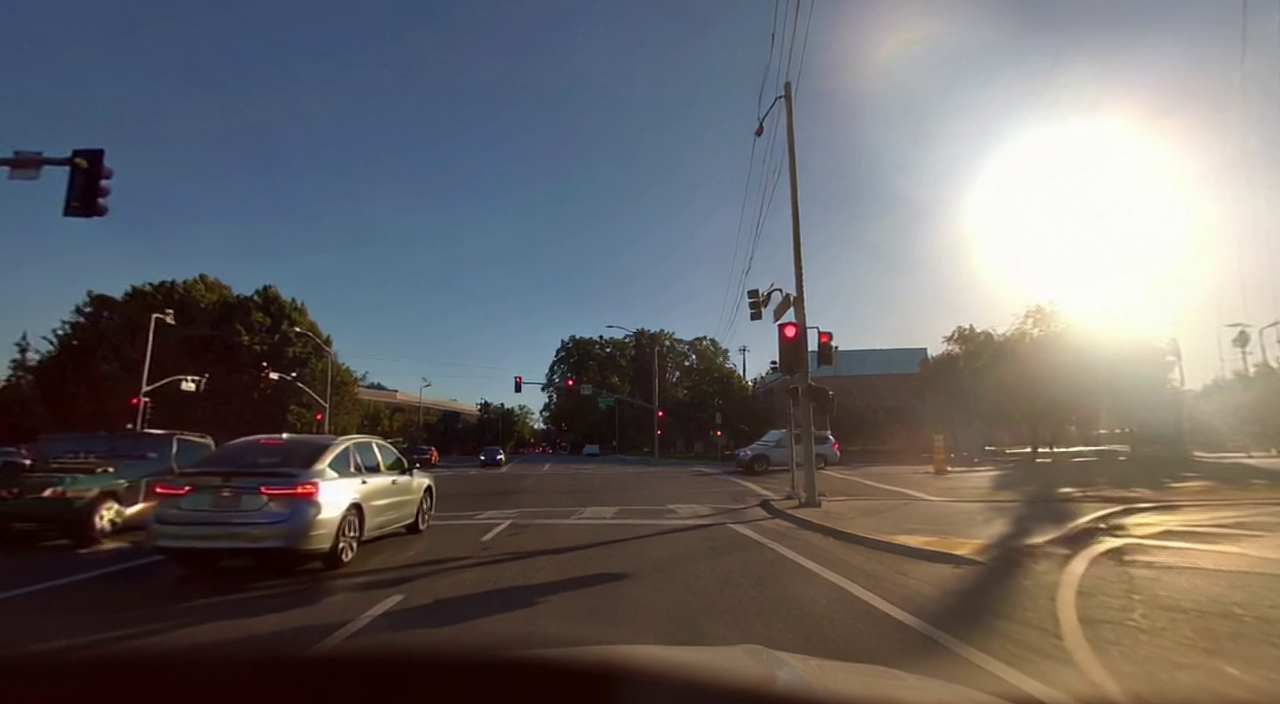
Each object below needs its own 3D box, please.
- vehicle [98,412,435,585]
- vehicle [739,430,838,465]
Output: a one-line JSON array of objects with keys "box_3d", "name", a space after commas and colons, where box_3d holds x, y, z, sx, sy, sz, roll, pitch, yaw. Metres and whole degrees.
[{"box_3d": [-4.070, 1.648, 7.804, 1.815, 1.569, 3.940, 1, -9, -2], "name": "vehicle"}, {"box_3d": [7.728, 5.010, 33.173, 4.884, 1.714, 2.021, -1, -9, 11], "name": "vehicle"}]
